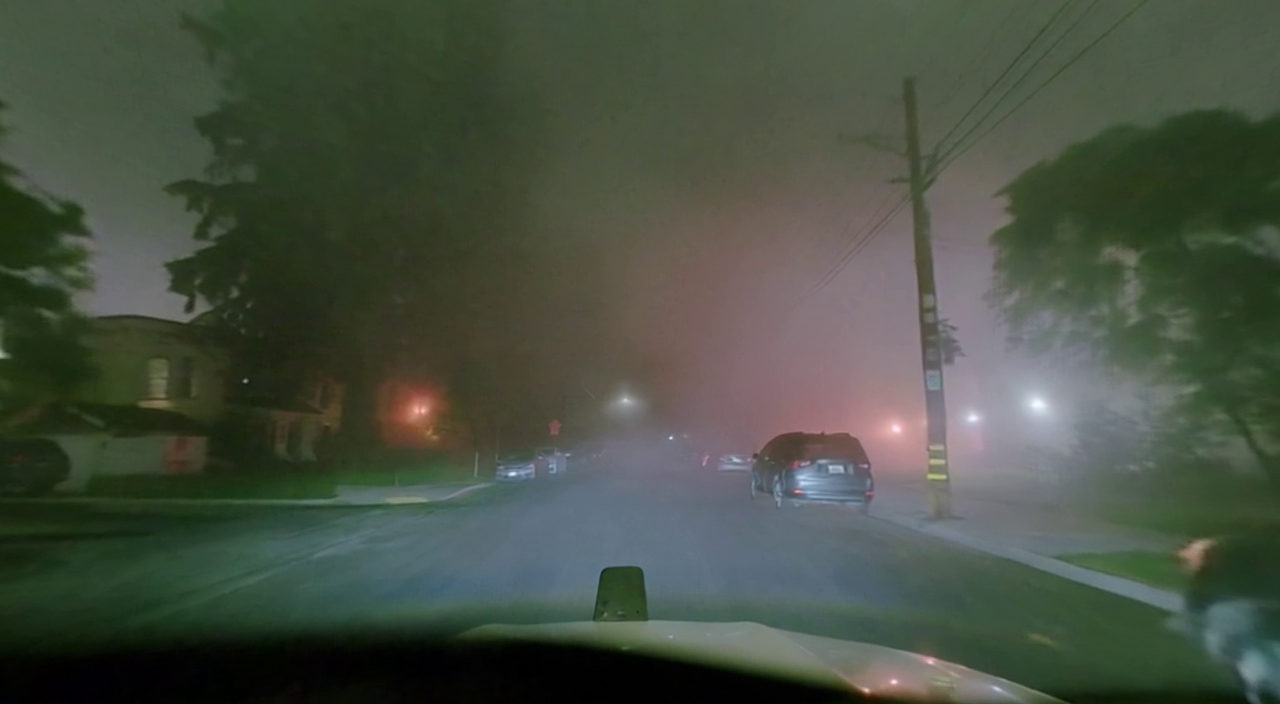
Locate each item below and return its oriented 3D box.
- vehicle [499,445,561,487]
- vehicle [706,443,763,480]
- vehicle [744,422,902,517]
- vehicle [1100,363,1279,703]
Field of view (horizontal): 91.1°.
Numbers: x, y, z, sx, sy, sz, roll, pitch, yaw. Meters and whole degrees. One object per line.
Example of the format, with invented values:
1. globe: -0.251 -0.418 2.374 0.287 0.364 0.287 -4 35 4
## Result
1. vehicle: -4.449 4.633 25.937 1.870 1.562 4.212 0 -8 -1
2. vehicle: 4.125 4.854 28.152 1.862 1.525 4.421 0 -8 0
3. vehicle: 4.121 2.748 15.284 2.215 1.897 5.131 0 -9 -1
4. vehicle: 3.885 0.787 1.490 2.077 1.788 4.480 2 -9 -2
